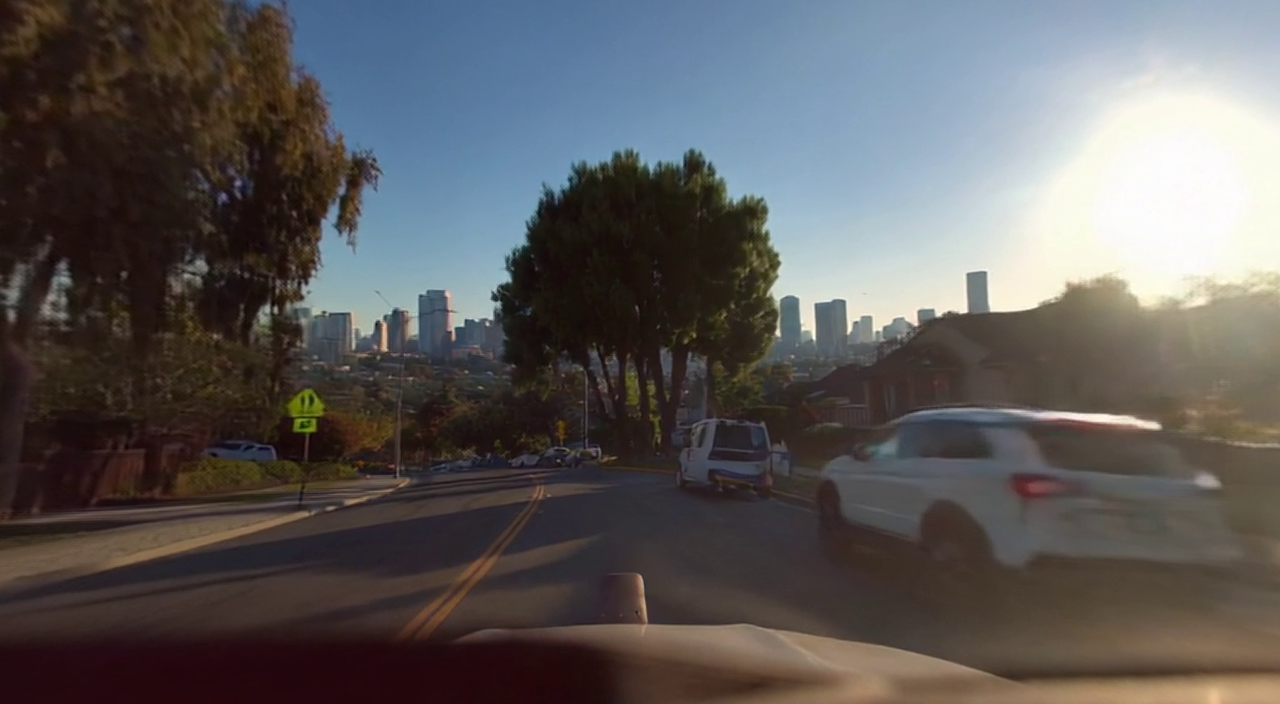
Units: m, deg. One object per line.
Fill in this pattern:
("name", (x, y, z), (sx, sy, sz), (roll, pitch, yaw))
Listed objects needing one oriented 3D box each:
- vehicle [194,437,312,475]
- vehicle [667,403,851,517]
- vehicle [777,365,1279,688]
("vehicle", (-18.714, 5.048, 30.794), (4.464, 1.681, 1.906), (2, -9, -16))
("vehicle", (2.110, 2.177, 13.227), (2.180, 1.849, 5.423), (0, -8, -7))
("vehicle", (2.863, 1.240, 5.745), (1.965, 1.663, 4.744), (0, -8, -2))
